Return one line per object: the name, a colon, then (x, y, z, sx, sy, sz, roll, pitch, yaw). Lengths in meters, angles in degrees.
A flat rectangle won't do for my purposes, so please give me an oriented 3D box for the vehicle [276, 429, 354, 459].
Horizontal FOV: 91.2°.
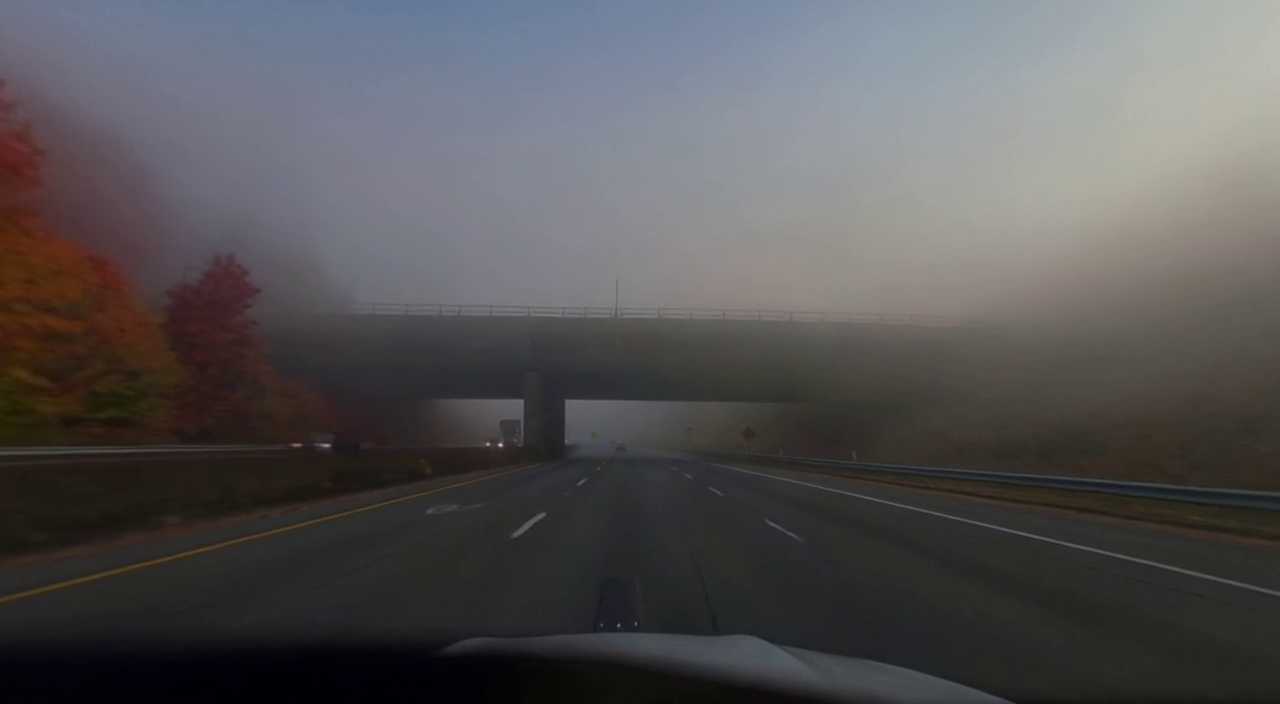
vehicle: (-17.362, 4.990, 33.706, 1.838, 1.488, 4.497, 0, -9, -1)
